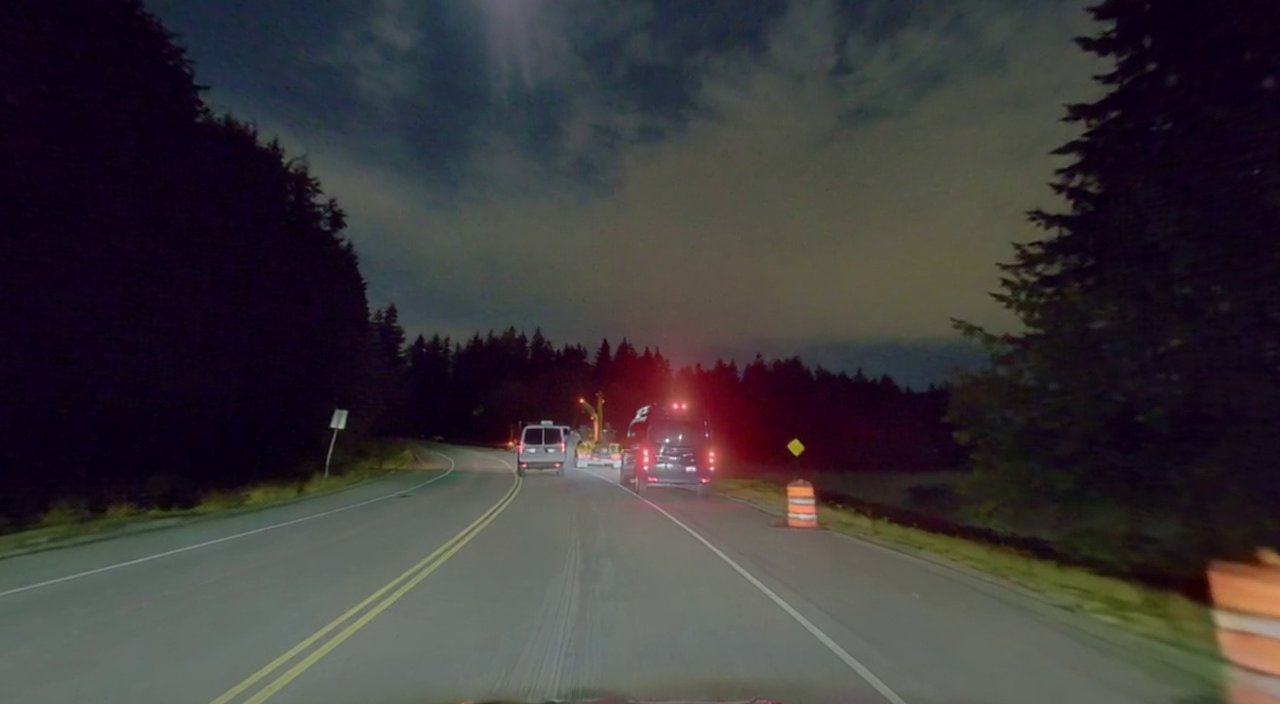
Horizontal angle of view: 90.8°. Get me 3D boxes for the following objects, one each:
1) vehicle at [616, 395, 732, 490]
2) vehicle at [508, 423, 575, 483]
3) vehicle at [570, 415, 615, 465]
[{"bbox_3d":[1.057,3.774,26.661,3.126,3.310,8.534,1,-8,-9],"label":"vehicle"},{"bbox_3d":[-4.208,4.180,26.315,2.362,2.223,4.892,2,-9,-13],"label":"vehicle"},{"bbox_3d":[-3.171,5.793,41.308,2.703,3.066,4.047,1,-9,-7],"label":"vehicle"}]
